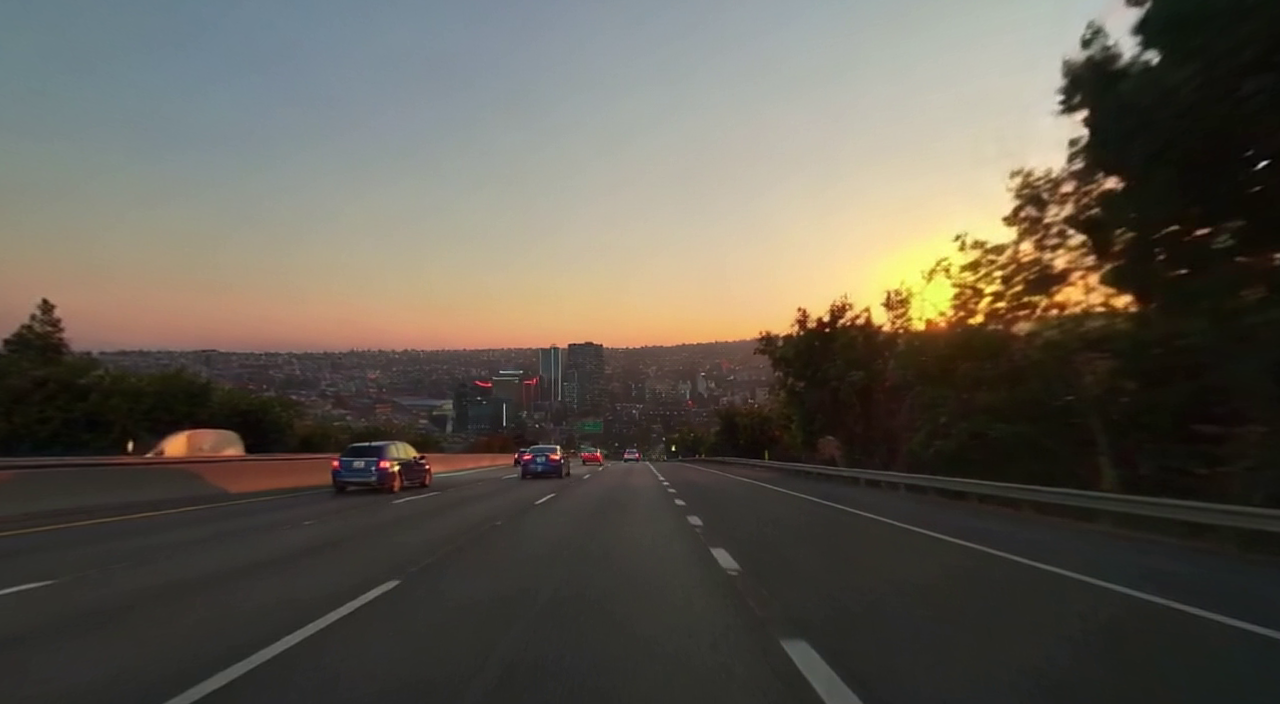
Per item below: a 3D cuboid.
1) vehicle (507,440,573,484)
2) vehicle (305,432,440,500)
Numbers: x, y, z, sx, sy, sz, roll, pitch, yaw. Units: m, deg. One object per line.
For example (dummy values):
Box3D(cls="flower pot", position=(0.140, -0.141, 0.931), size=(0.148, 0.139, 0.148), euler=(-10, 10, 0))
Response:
Box3D(cls="vehicle", position=(-4.142, 4.627, 26.800), size=(2.075, 1.702, 4.257), euler=(0, -9, 0))
Box3D(cls="vehicle", position=(-8.126, 3.492, 19.811), size=(2.040, 1.824, 4.917), euler=(0, -9, 0))
